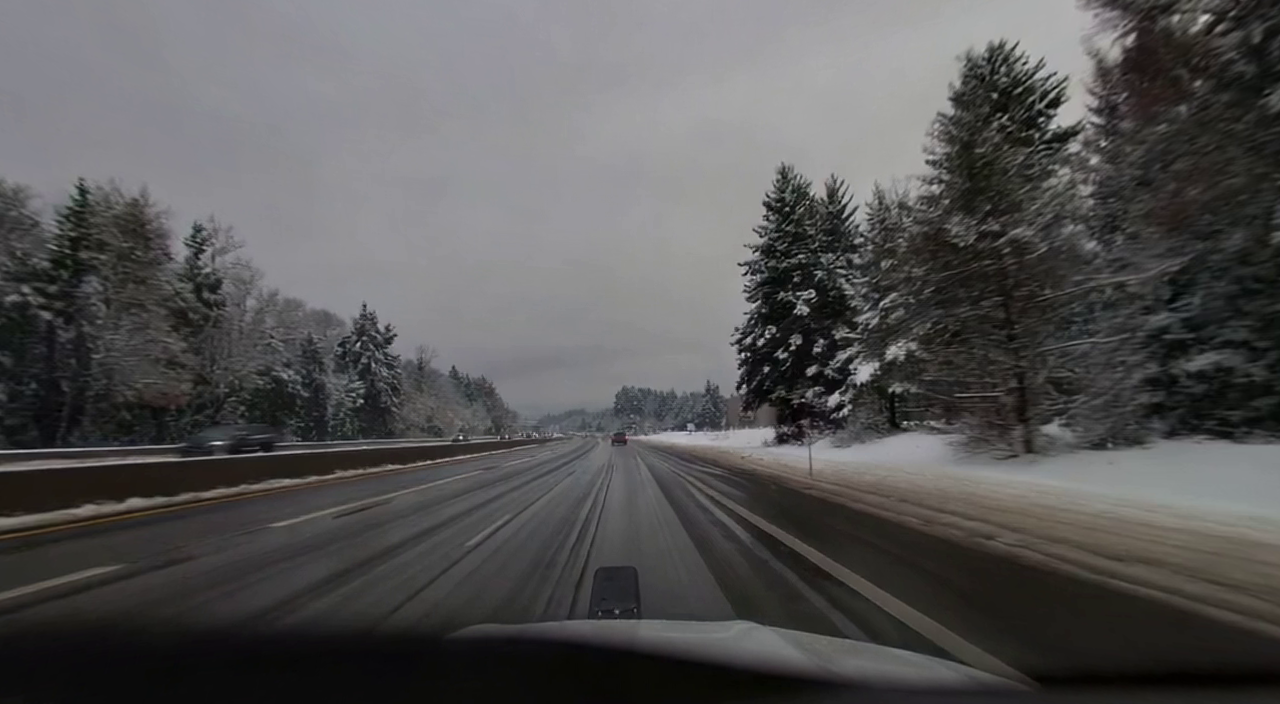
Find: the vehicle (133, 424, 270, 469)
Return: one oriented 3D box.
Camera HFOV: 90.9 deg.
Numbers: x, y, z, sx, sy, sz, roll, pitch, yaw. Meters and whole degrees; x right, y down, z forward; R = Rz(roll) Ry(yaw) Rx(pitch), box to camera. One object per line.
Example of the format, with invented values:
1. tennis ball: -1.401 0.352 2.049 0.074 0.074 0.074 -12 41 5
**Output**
1. vehicle: -16.110 3.480 23.490 1.977 1.519 4.429 0 -8 -1
